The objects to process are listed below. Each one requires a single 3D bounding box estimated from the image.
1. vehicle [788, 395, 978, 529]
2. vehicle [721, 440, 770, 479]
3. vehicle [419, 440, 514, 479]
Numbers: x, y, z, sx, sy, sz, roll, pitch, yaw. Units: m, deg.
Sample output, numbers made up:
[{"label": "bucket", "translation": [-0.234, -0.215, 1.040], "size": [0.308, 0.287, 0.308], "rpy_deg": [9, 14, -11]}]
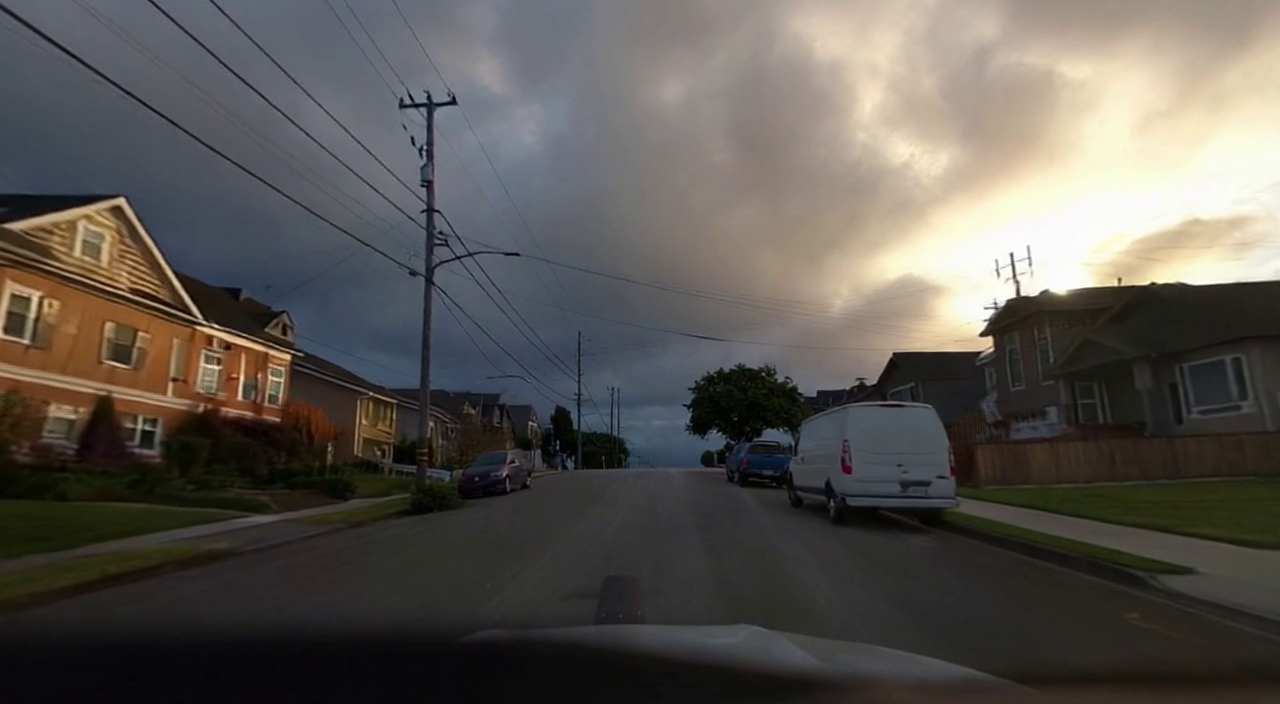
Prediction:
[{"label": "vehicle", "translation": [4.562, 2.159, 12.775], "size": [2.343, 2.229, 4.199], "rpy_deg": [0, -9, 4]}, {"label": "vehicle", "translation": [5.192, 5.344, 31.580], "size": [1.961, 1.777, 4.189], "rpy_deg": [0, -9, 3]}, {"label": "vehicle", "translation": [-7.725, 4.802, 28.363], "size": [3.684, 1.628, 1.792], "rpy_deg": [0, -8, 3]}]
